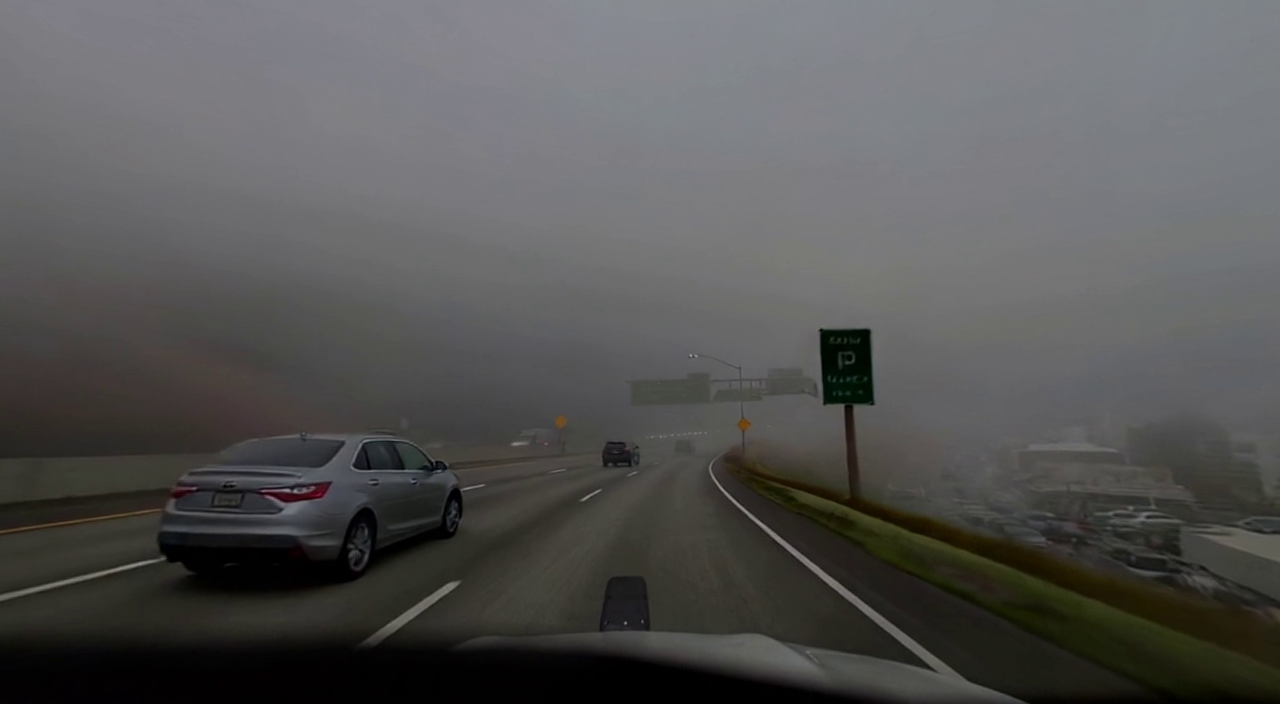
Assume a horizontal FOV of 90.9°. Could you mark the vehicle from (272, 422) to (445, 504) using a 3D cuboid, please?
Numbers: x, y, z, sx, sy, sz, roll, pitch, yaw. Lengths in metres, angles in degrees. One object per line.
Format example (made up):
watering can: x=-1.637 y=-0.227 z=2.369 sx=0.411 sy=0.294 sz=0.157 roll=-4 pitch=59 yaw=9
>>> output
vehicle: x=-6.599 y=2.663 z=15.444 sx=1.993 sy=1.690 sz=4.450 roll=-1 pitch=-9 yaw=3

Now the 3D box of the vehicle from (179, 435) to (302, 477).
vehicle: x=-16.279 y=4.279 z=26.034 sx=1.956 sy=1.568 sz=4.373 roll=-1 pitch=-9 yaw=5

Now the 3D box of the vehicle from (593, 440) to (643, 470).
vehicle: x=-1.057 y=5.250 z=32.298 sx=1.928 sy=1.455 sz=4.361 roll=-1 pitch=-9 yaw=6
